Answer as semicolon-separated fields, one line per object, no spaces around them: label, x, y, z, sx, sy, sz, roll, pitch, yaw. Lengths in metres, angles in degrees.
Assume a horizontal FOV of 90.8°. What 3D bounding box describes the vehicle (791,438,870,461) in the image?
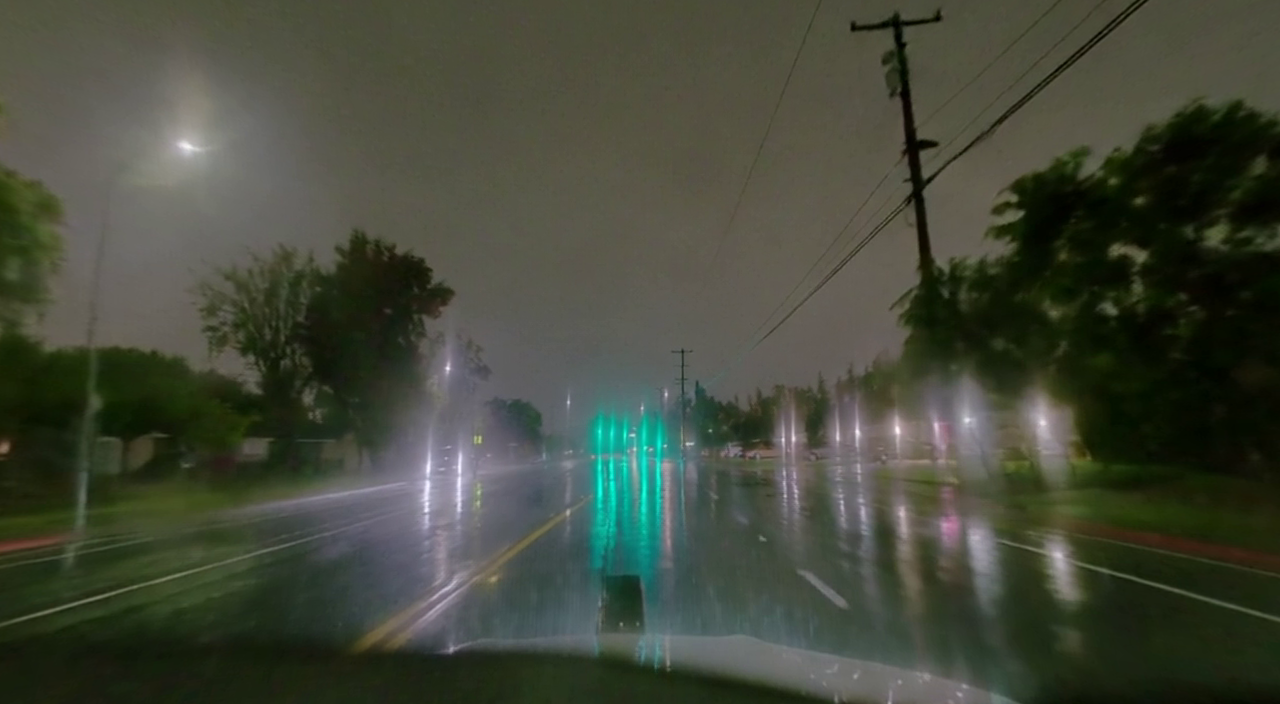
vehicle;13.204;6.802;43.988;4.767;1.557;1.994;0;-9;-1

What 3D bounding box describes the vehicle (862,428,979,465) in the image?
vehicle;13.843;4.696;31.385;4.793;1.744;2.055;-1;-8;1

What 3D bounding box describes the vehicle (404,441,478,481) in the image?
vehicle;-10.987;6.091;35.330;2.347;1.960;5.167;-2;-10;2
